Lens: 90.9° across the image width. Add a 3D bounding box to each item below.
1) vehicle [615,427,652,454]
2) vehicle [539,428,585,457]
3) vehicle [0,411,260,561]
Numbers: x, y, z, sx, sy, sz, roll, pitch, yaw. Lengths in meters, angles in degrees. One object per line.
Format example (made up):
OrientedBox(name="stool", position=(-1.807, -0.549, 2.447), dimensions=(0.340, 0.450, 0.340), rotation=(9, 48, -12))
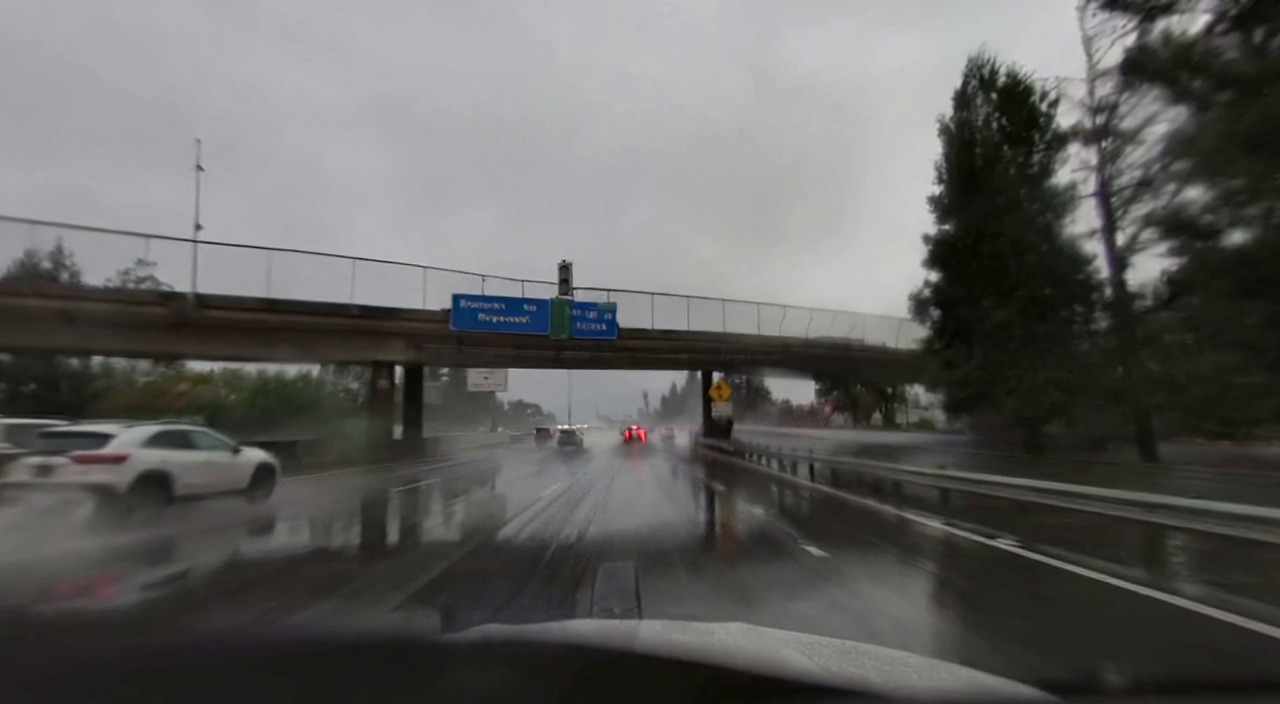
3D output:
OrientedBox(name="vehicle", position=(-0.443, 5.782, 41.167), dimensions=(2.240, 1.646, 4.949), rotation=(0, -8, -1))
OrientedBox(name="vehicle", position=(-4.336, 5.092, 35.587), dimensions=(2.103, 1.512, 4.155), rotation=(0, -8, 0))
OrientedBox(name="vehicle", position=(-7.648, 1.679, 8.750), dimensions=(2.009, 1.537, 4.449), rotation=(0, -8, -1))
